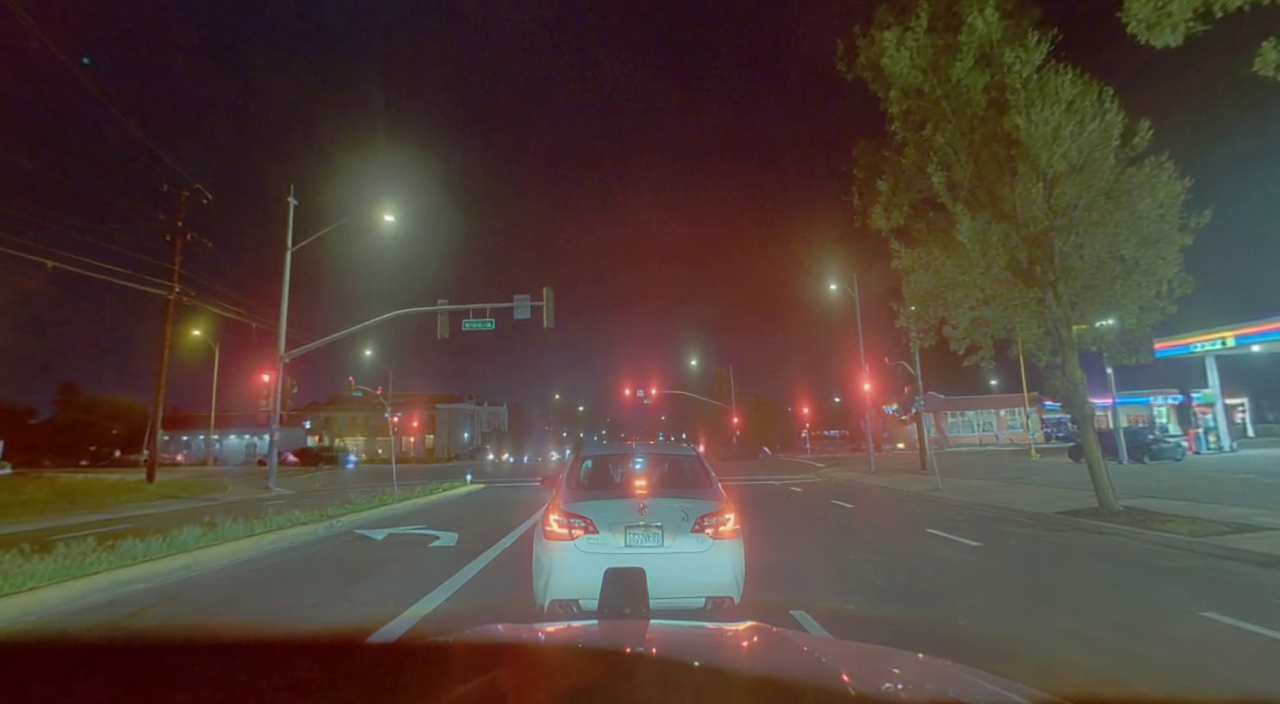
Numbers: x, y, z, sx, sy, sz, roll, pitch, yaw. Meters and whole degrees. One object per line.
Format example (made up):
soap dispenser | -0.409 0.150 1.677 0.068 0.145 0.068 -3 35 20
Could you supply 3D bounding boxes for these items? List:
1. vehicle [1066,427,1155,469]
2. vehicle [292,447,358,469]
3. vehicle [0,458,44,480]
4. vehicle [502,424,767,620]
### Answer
vehicle | 18.608 3.759 24.870 4.091 1.495 2.053 8 -12 -44
vehicle | -23.280 7.844 46.634 3.975 1.563 1.755 -1 -8 5
vehicle | -44.836 8.177 44.186 4.380 1.409 1.841 -1 -8 5
vehicle | -0.038 1.599 6.902 2.010 1.482 4.057 0 -8 0
